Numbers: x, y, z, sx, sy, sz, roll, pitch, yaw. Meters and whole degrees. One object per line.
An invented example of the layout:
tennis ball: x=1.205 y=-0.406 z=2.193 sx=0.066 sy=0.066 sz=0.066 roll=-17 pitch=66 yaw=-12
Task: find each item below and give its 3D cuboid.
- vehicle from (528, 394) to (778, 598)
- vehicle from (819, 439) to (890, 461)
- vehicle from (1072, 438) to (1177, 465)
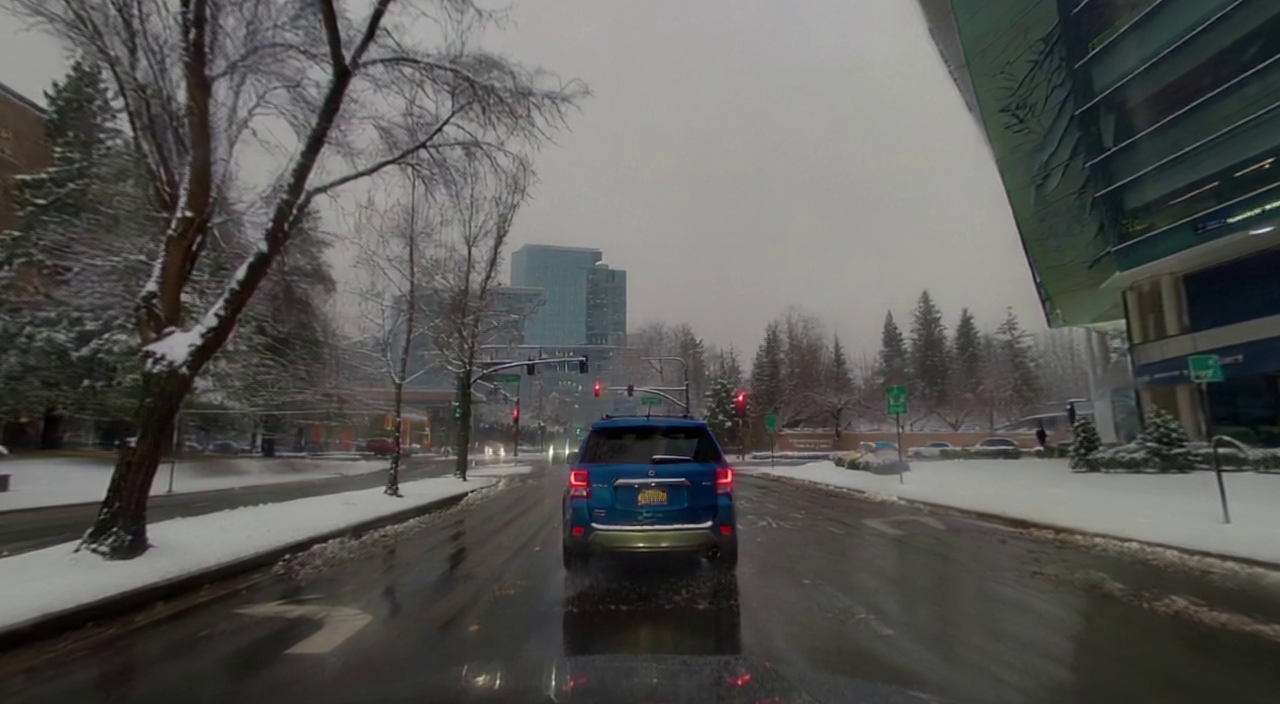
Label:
vehicle: x=0.014 y=1.555 z=7.635 sx=2.183 sy=1.765 sz=4.059 roll=0 pitch=-9 yaw=-3
vehicle: x=15.410 y=7.036 z=45.454 sx=4.422 sy=1.563 sz=1.751 roll=0 pitch=-8 yaw=-1
vehicle: x=29.421 y=6.055 z=38.474 sx=4.571 sy=1.558 sz=2.171 roll=0 pitch=-9 yaw=-2
